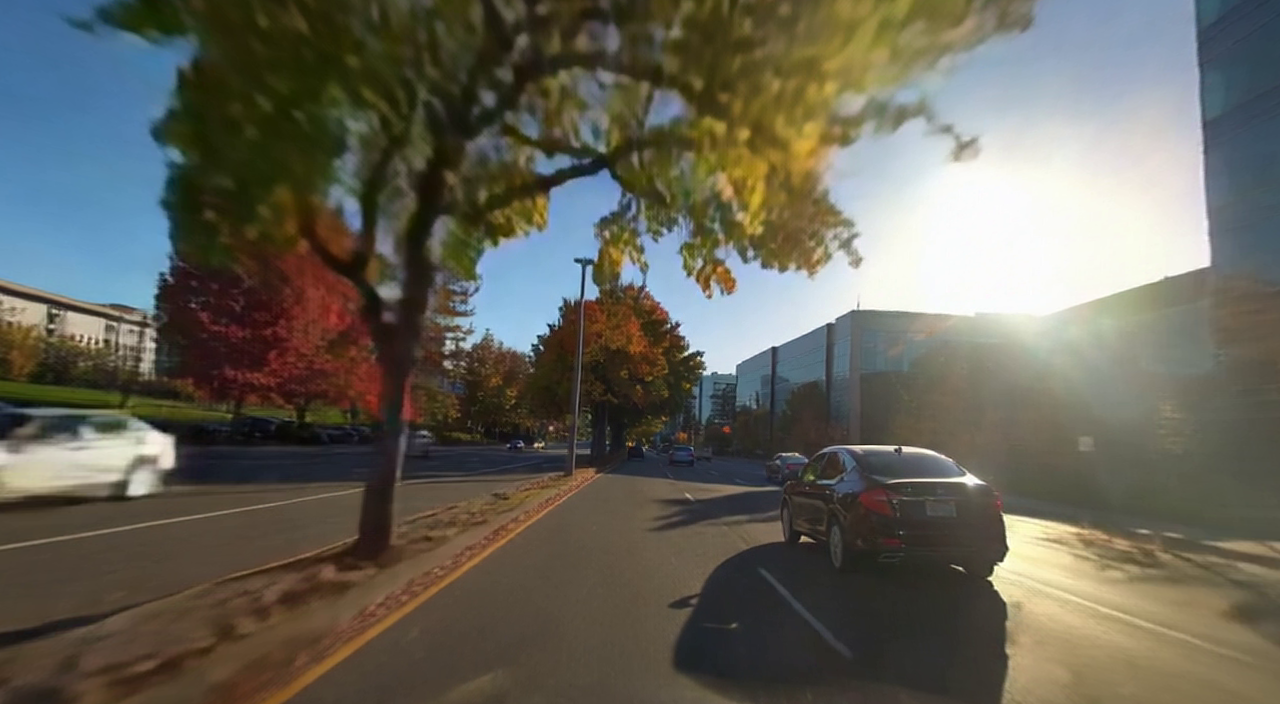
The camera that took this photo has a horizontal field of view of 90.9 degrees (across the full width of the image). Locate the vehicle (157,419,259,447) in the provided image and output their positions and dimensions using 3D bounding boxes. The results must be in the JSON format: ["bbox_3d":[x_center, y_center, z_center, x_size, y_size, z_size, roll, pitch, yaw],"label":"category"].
[{"bbox_3d":[-27.109,5.108,39.679,4.787,1.664,2.211,0,-8,-1],"label":"vehicle"}]

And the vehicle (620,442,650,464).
[{"bbox_3d":[-0.343,6.974,43.658,1.991,1.477,3.814,0,-8,-1],"label":"vehicle"}]

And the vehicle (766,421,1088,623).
[{"bbox_3d":[2.823,1.725,7.342,1.901,1.634,3.896,2,-8,0],"label":"vehicle"}]

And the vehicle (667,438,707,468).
[{"bbox_3d":[3.032,6.643,41.805,2.154,1.844,4.634,0,-8,-2],"label":"vehicle"}]

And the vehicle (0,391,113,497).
[{"bbox_3d":[-11.374,1.471,10.061,2.122,1.685,4.358,0,-8,0],"label":"vehicle"}]

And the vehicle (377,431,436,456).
[{"bbox_3d":[-15.011,5.923,40.778,1.987,1.475,4.708,0,-8,0],"label":"vehicle"}]
